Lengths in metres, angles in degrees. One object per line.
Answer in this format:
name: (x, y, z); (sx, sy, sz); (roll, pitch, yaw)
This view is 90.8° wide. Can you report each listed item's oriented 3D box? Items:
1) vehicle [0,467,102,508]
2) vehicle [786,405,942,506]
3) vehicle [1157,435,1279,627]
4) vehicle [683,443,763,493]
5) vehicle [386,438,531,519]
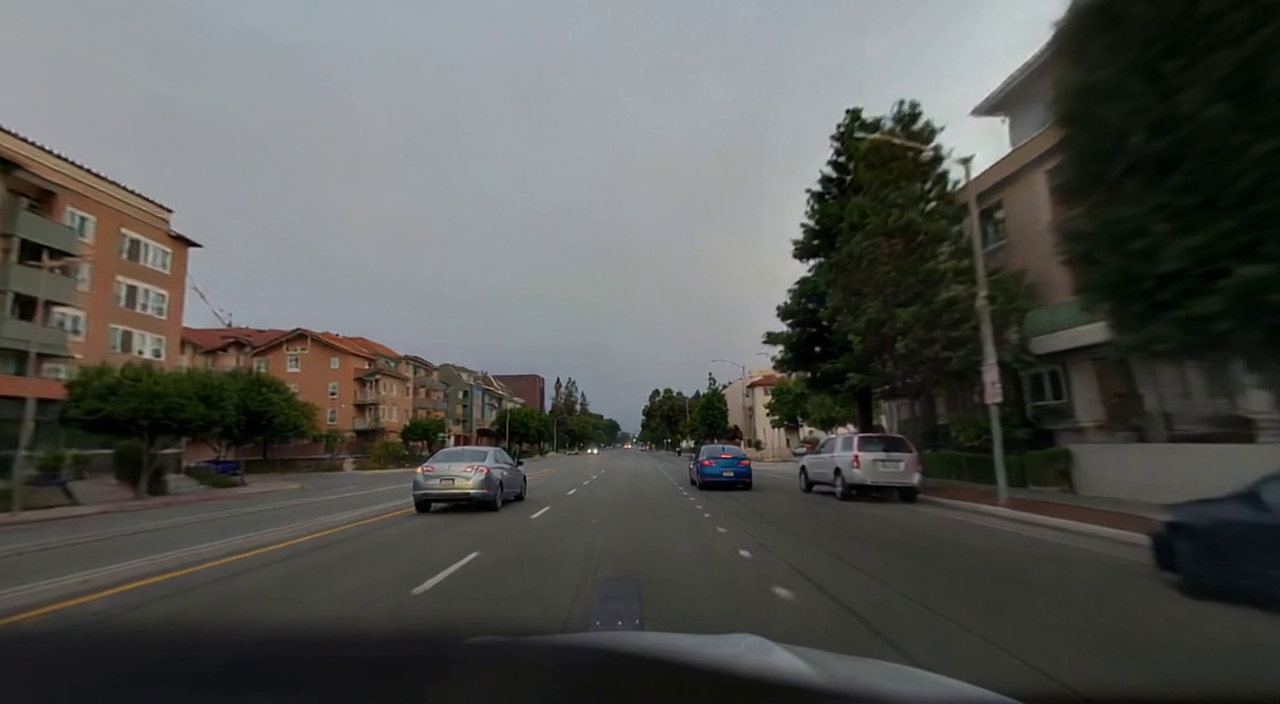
vehicle: (-24.144, 5.246, 24.679); (4.451, 1.445, 1.945); (0, -9, 1)
vehicle: (6.012, 2.880, 17.887); (2.394, 2.400, 5.209); (0, -9, -1)
vehicle: (5.909, 1.198, 3.661); (1.905, 1.471, 4.596); (0, -9, 0)
vehicle: (2.585, 3.749, 20.847); (1.978, 1.471, 4.426); (0, -9, -1)
vehicle: (-3.853, 2.754, 14.277); (2.062, 1.527, 4.044); (0, -9, 0)
